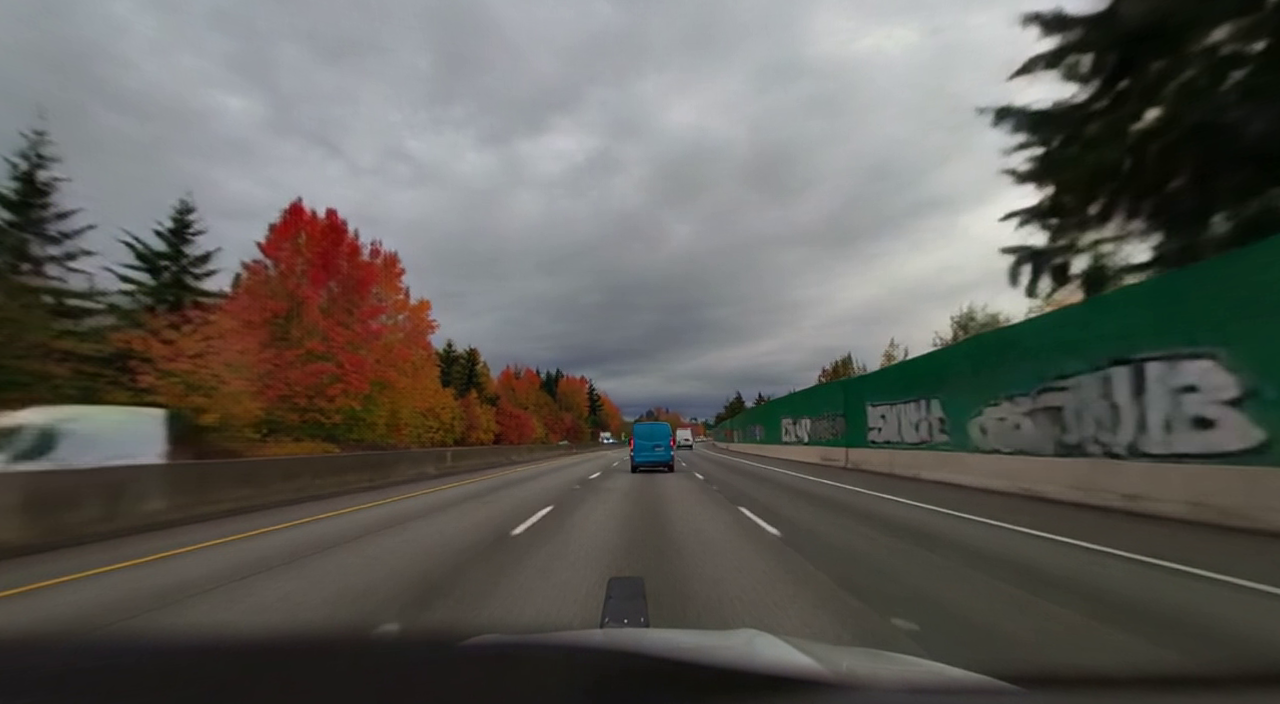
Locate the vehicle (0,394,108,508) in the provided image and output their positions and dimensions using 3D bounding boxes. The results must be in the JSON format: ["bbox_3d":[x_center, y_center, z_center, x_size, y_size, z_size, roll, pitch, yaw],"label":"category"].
[{"bbox_3d":[-16.471,2.357,14.898,2.356,2.698,5.982,0,-8,1],"label":"vehicle"}]

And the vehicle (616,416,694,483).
[{"bbox_3d":[0.436,3.194,20.835,2.283,1.956,4.421,0,-8,0],"label":"vehicle"}]
